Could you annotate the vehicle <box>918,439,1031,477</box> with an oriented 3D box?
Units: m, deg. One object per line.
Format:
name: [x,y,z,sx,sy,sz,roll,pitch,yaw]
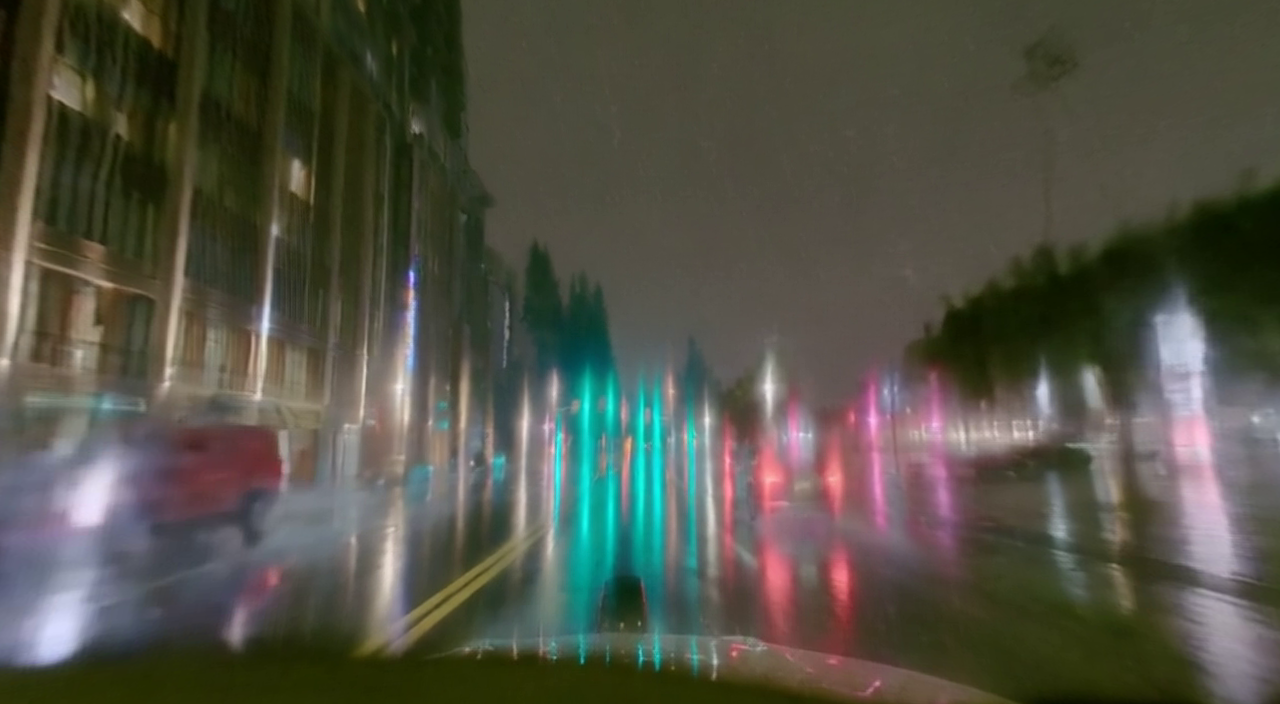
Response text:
vehicle: [16.194,5.143,30.568,4.412,1.503,1.771,-4,-8,0]

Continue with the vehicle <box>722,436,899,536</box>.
vehicle: [2.937,2.414,11.960,2.080,1.524,4.348,0,-9,-1]

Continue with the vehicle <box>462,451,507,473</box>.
vehicle: [-11.782,8.404,47.944,1.944,1.575,4.895,-1,-10,3]

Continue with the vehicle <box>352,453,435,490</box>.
vehicle: [-11.981,5.834,30.916,2.015,1.521,4.798,-1,-8,3]

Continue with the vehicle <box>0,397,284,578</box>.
vehicle: [-8.467,1.974,10.009,2.379,2.086,5.321,0,-9,0]
